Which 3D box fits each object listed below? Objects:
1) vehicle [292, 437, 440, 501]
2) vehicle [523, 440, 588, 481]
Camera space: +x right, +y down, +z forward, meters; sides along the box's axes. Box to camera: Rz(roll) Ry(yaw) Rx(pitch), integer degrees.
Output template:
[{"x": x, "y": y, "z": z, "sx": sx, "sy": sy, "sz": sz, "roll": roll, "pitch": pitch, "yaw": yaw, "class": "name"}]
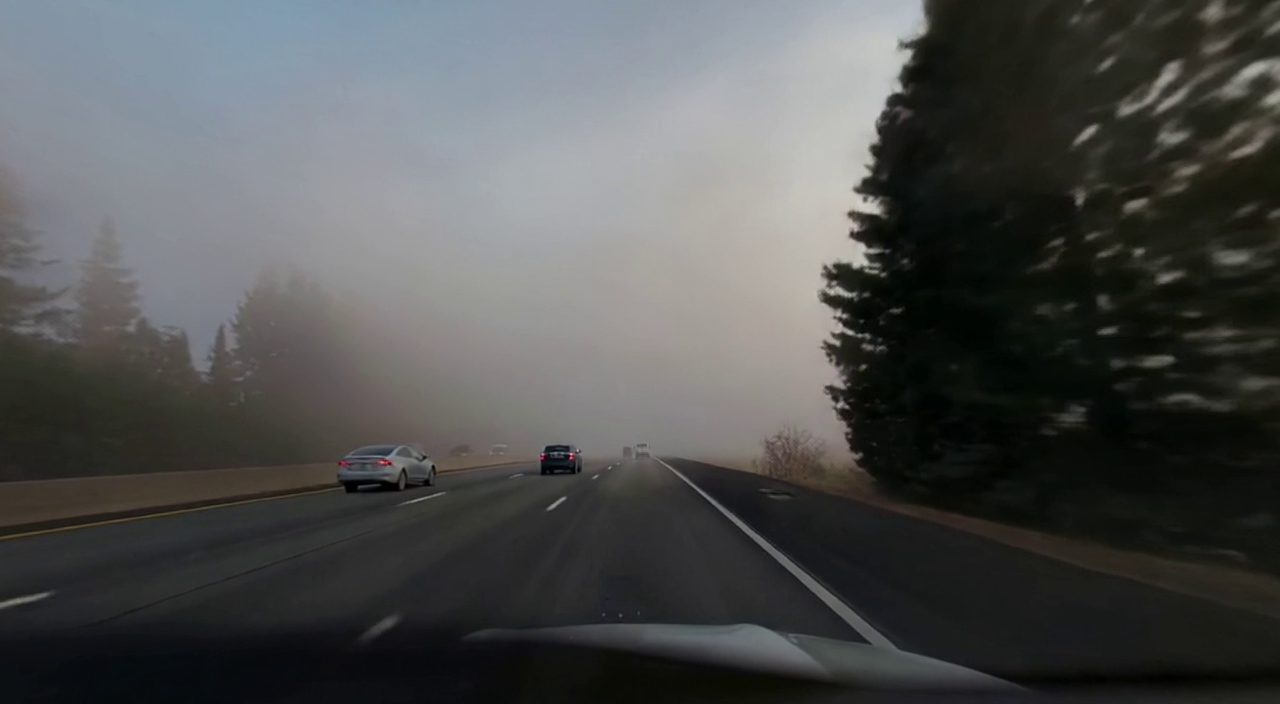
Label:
[{"x": -7.418, "y": 3.200, "z": 17.693, "sx": 2.034, "sy": 1.523, "sz": 4.627, "roll": 0, "pitch": -9, "yaw": 1, "class": "vehicle"}, {"x": -3.576, "y": 4.681, "z": 27.501, "sx": 2.083, "sy": 1.588, "sz": 4.801, "roll": 0, "pitch": -9, "yaw": 1, "class": "vehicle"}]
